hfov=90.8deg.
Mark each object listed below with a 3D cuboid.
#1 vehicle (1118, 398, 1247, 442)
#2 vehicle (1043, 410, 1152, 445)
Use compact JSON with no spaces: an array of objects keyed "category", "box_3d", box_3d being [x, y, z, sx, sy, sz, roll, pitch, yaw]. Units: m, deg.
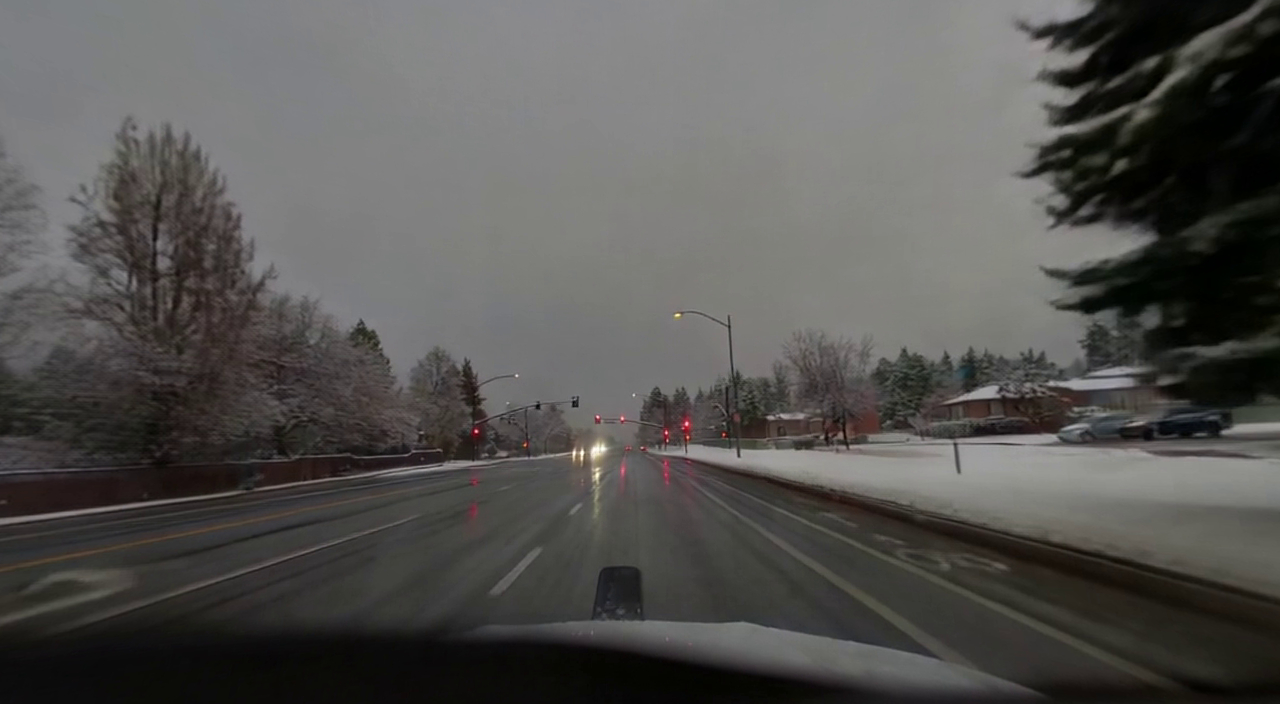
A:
[{"category":"vehicle","box_3d":[26.692,3.434,31.350,2.081,1.949,4.635,3,-8,-5]},{"category":"vehicle","box_3d":[22.777,3.858,31.716,1.911,1.598,4.322,1,-9,-6]}]
